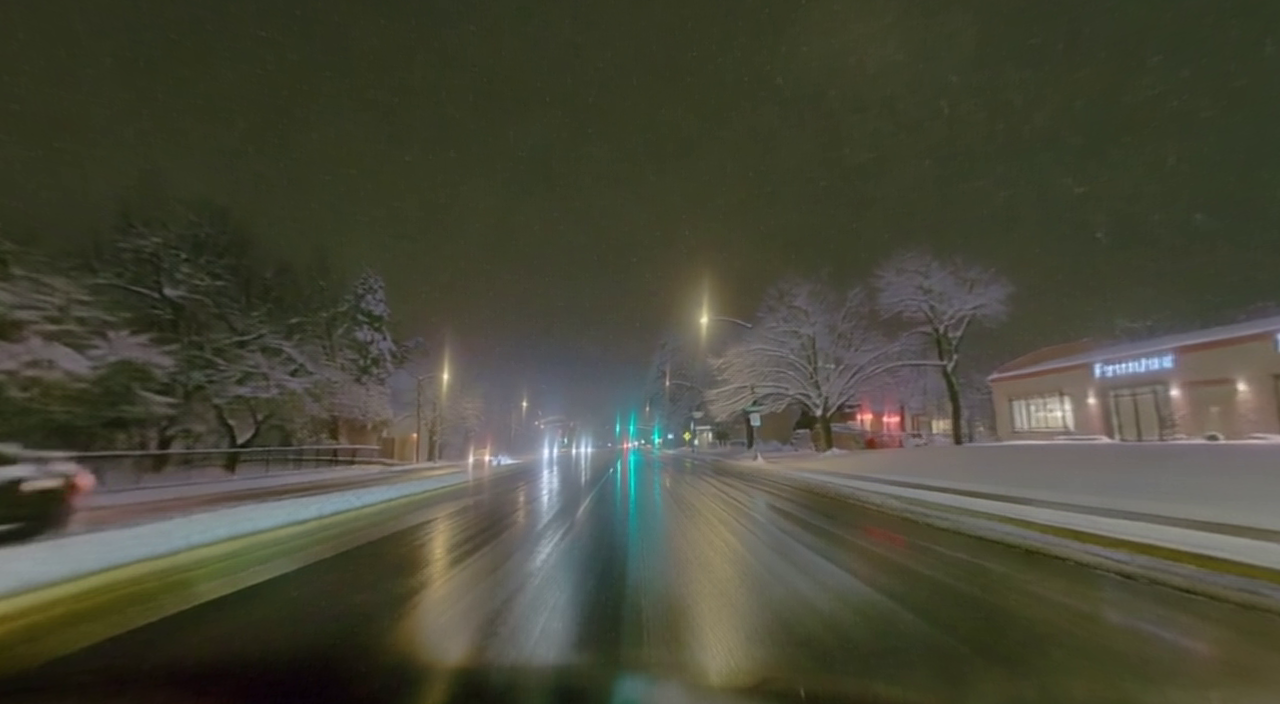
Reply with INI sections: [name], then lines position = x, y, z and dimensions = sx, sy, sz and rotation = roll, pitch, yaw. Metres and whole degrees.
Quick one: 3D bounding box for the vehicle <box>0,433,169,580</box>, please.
[vehicle]
position = -7.623, 1.680, 6.640
dimensions = 2.011, 1.490, 4.472
rotation = -4, -10, -2
